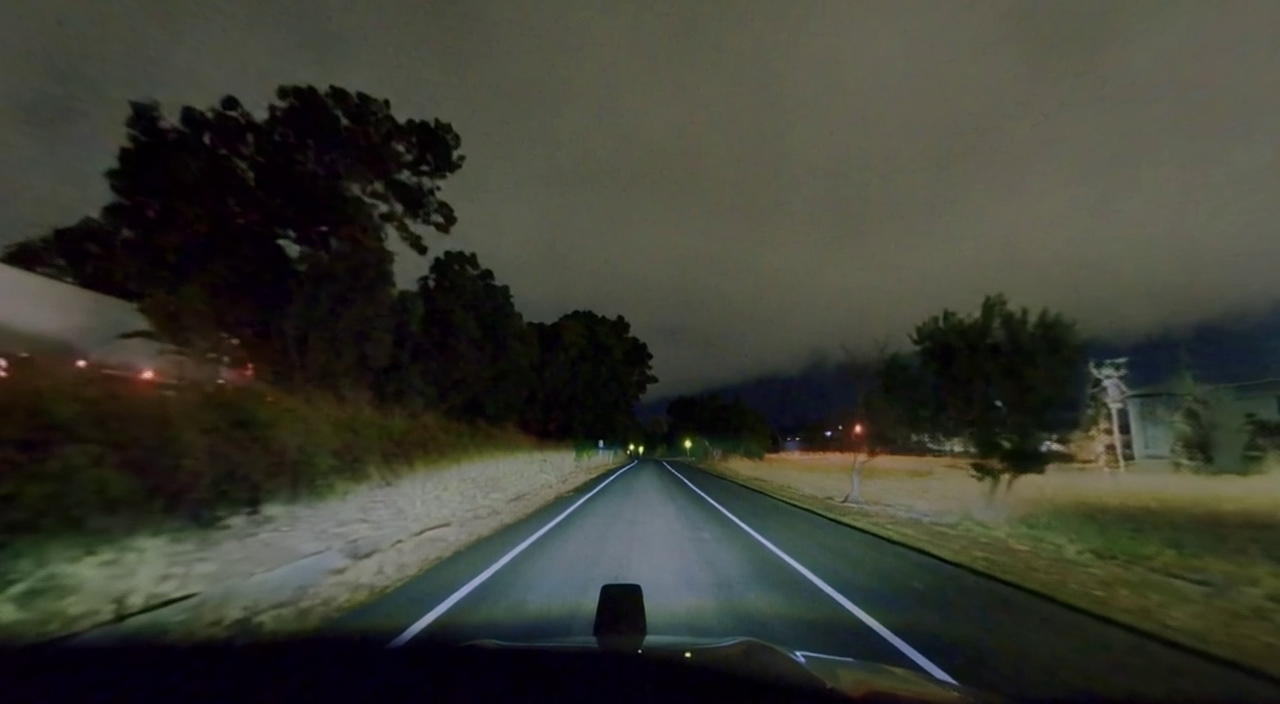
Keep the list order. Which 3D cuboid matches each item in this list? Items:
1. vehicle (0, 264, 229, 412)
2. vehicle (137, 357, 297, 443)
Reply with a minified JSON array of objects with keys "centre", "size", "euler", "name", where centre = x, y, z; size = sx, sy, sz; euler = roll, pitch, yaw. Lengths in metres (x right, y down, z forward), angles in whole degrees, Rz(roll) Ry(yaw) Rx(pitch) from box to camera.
[{"centre":[-24.807,-0.417,26.363],"size":[3.314,4.163,16.558],"euler":[-1,-11,3],"name":"vehicle"},{"centre":[-23.894,2.879,36.458],"size":[3.022,4.324,8.607],"euler":[-1,-6,2],"name":"vehicle"}]
